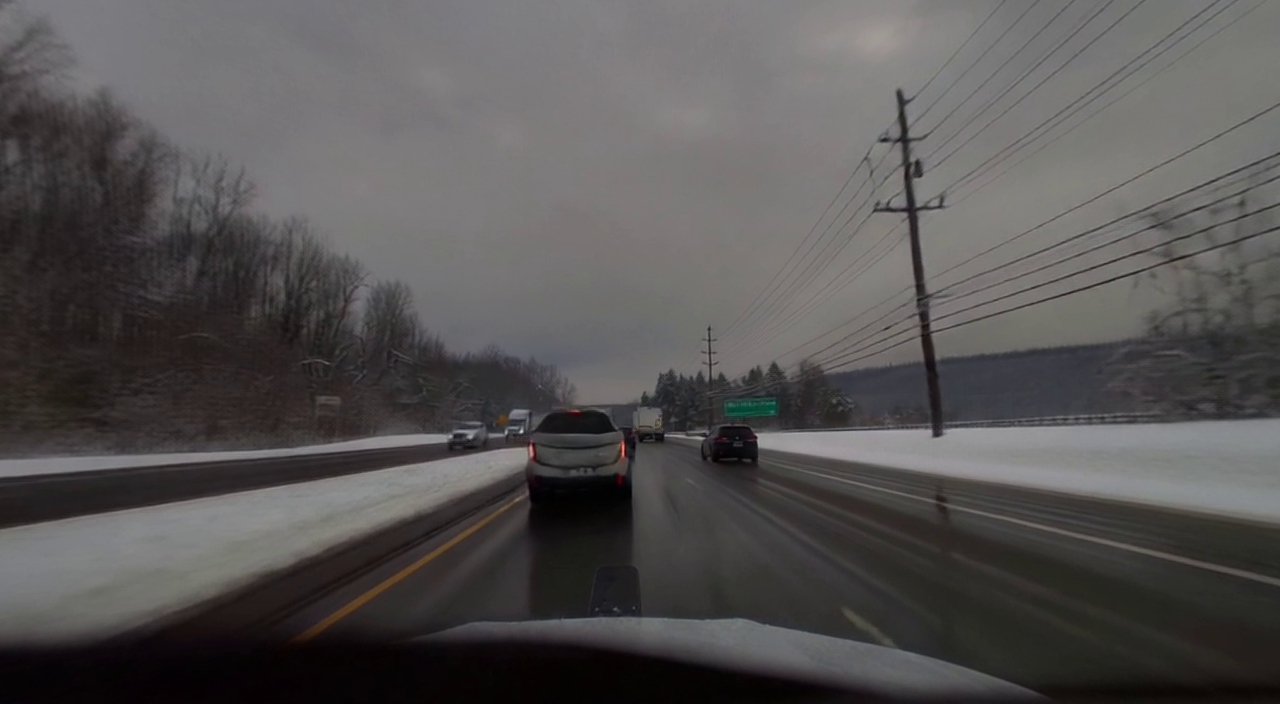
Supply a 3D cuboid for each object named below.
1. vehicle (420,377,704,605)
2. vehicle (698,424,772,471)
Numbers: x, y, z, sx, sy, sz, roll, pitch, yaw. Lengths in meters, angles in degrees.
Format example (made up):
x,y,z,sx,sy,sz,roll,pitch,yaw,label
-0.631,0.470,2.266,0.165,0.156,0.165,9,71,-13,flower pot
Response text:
x,y,z,sx,sy,sz,roll,pitch,yaw,label
-0.616,1.306,6.836,2.134,1.710,4.049,0,-7,-1,vehicle
3.420,3.517,23.326,2.062,1.581,3.914,0,-8,-1,vehicle
